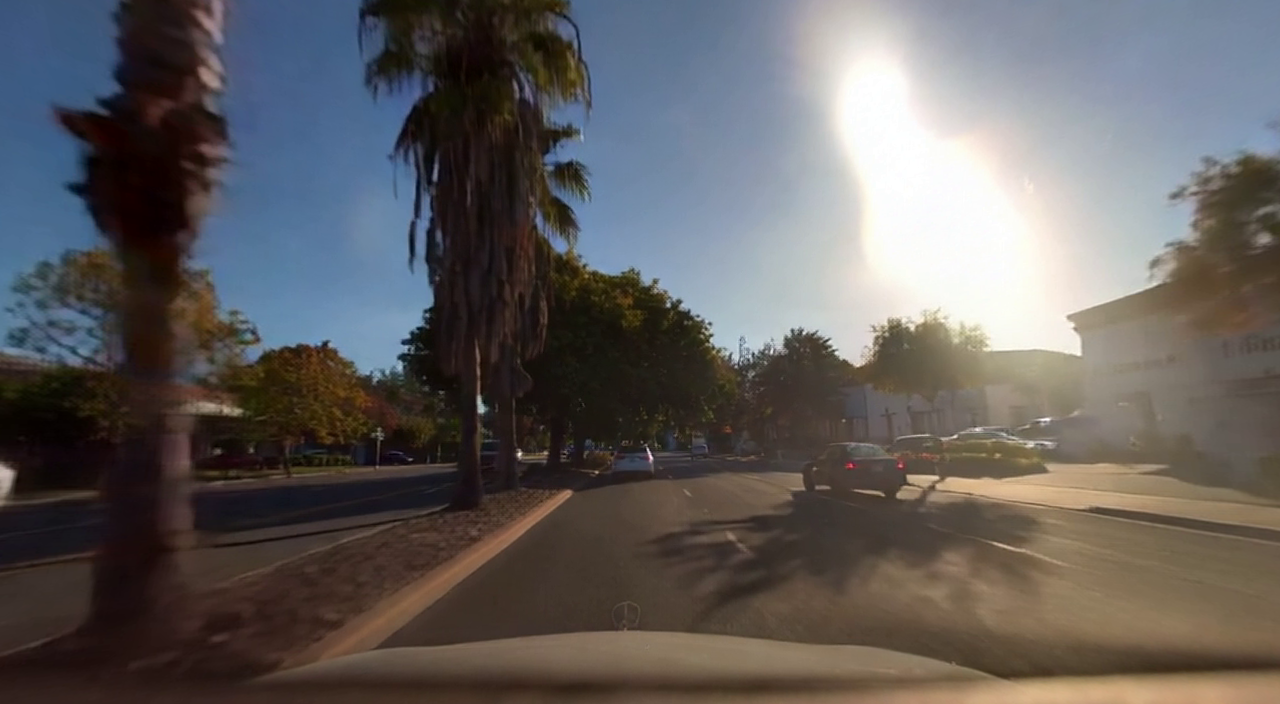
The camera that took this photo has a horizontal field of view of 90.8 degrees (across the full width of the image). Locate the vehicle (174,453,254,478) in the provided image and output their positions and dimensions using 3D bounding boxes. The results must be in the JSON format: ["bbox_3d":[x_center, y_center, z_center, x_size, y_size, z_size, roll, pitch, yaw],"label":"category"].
[{"bbox_3d":[-31.991,8.524,47.535,4.619,1.748,2.040,8,-12,-41],"label":"vehicle"}]

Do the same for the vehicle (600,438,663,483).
[{"bbox_3d":[-0.312,3.987,23.419,2.106,1.496,3.964,0,-9,-1],"label":"vehicle"}]

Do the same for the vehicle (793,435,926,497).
[{"bbox_3d":[6.334,3.355,18.941,2.244,1.618,4.585,0,-9,-2],"label":"vehicle"}]

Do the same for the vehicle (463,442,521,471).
[{"bbox_3d":[-8.347,5.943,36.082,2.049,1.543,5.131,0,-9,0],"label":"vehicle"}]
